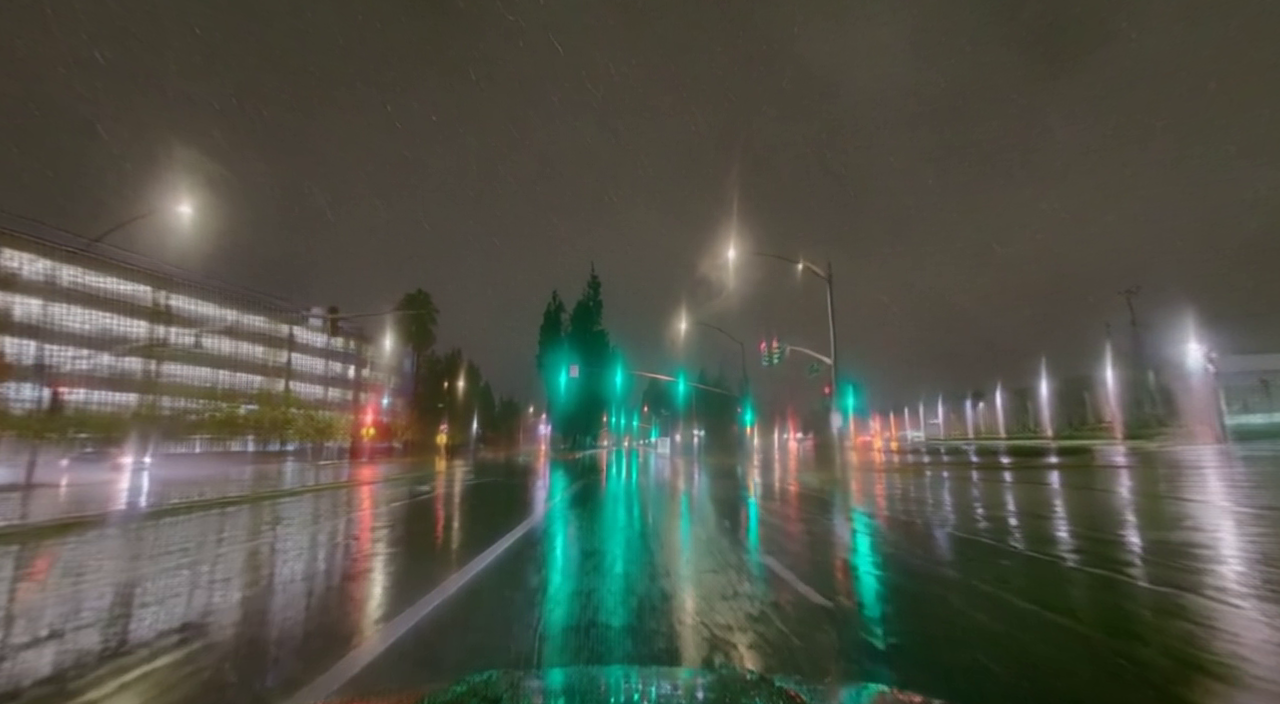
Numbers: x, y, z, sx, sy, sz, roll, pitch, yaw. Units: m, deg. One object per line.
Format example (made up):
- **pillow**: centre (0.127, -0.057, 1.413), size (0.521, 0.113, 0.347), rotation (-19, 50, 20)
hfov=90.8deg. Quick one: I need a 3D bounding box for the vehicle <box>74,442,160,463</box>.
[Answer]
- **vehicle**: centre (-38.095, 7.338, 46.172), size (4.390, 1.482, 1.781), rotation (3, -9, -22)
